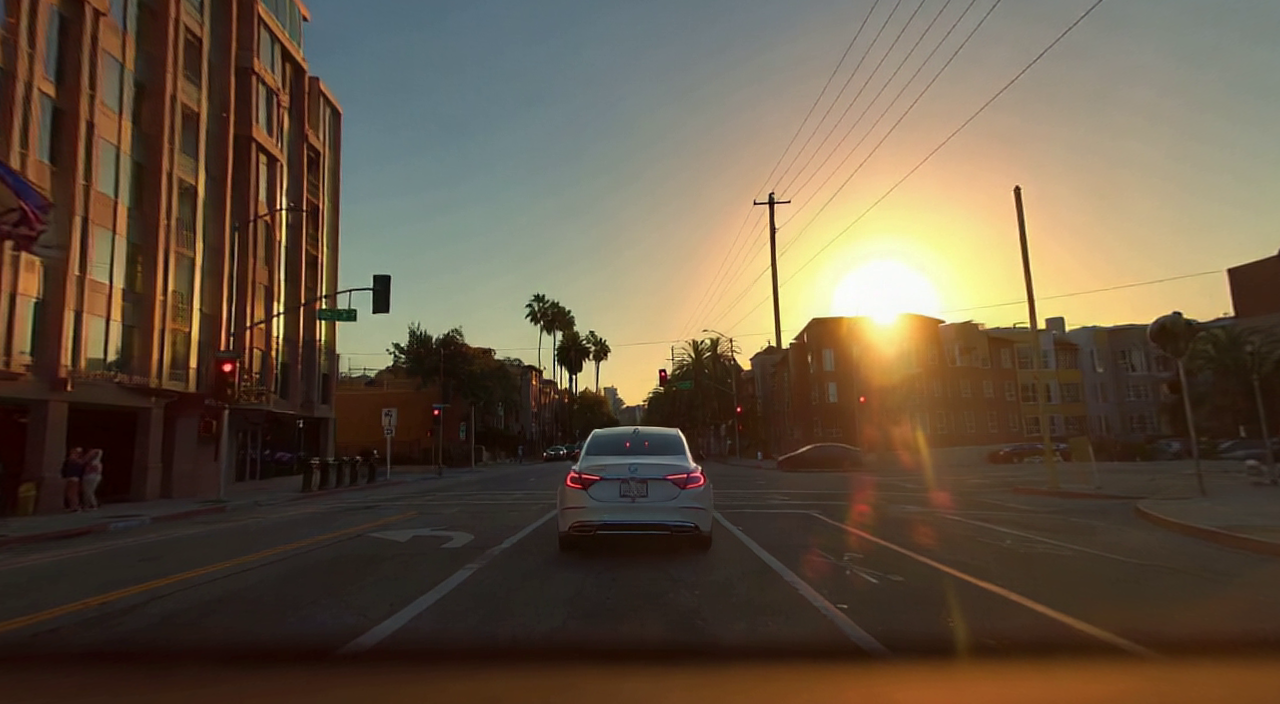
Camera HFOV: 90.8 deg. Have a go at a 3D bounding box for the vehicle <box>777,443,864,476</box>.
[{"bbox_3d":[10.435,6.177,36.462,4.649,1.760,2.029,-3,-9,19],"label":"vehicle"}]

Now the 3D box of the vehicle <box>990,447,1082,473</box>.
[{"bbox_3d":[24.202,6.596,38.676,4.417,1.462,1.761,0,-8,-1],"label":"vehicle"}]

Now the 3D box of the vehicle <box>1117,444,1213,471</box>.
[{"bbox_3d":[32.167,6.468,38.772,4.234,1.613,1.812,0,-8,-1],"label":"vehicle"}]

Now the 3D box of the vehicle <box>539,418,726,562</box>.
[{"bbox_3d":[-0.084,1.873,9.229,2.144,1.643,3.770,0,-8,0],"label":"vehicle"}]
